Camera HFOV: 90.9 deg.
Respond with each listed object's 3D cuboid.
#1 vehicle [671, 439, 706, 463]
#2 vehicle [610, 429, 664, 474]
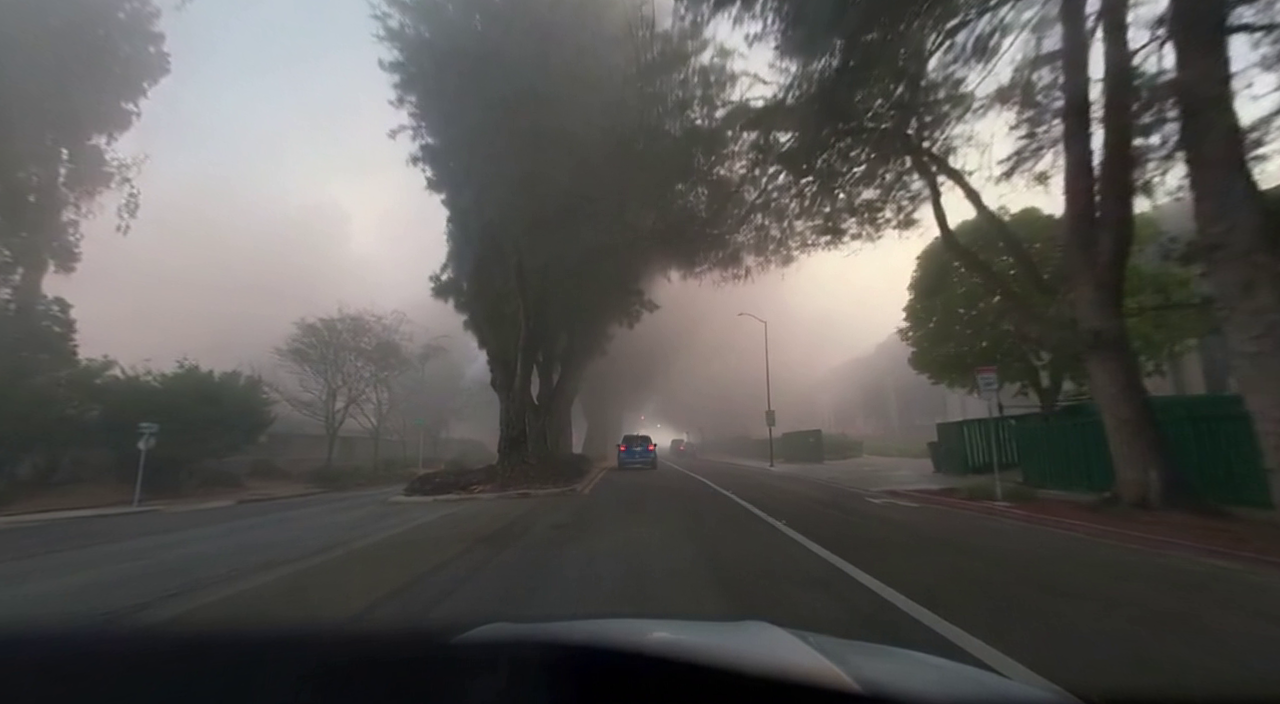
[{"bbox_3d":[3.620,7.495,48.033,2.138,1.699,4.852,0,-8,-2],"label":"vehicle"},{"bbox_3d":[-0.148,4.770,30.339,2.386,1.947,4.168,0,-8,0],"label":"vehicle"}]
